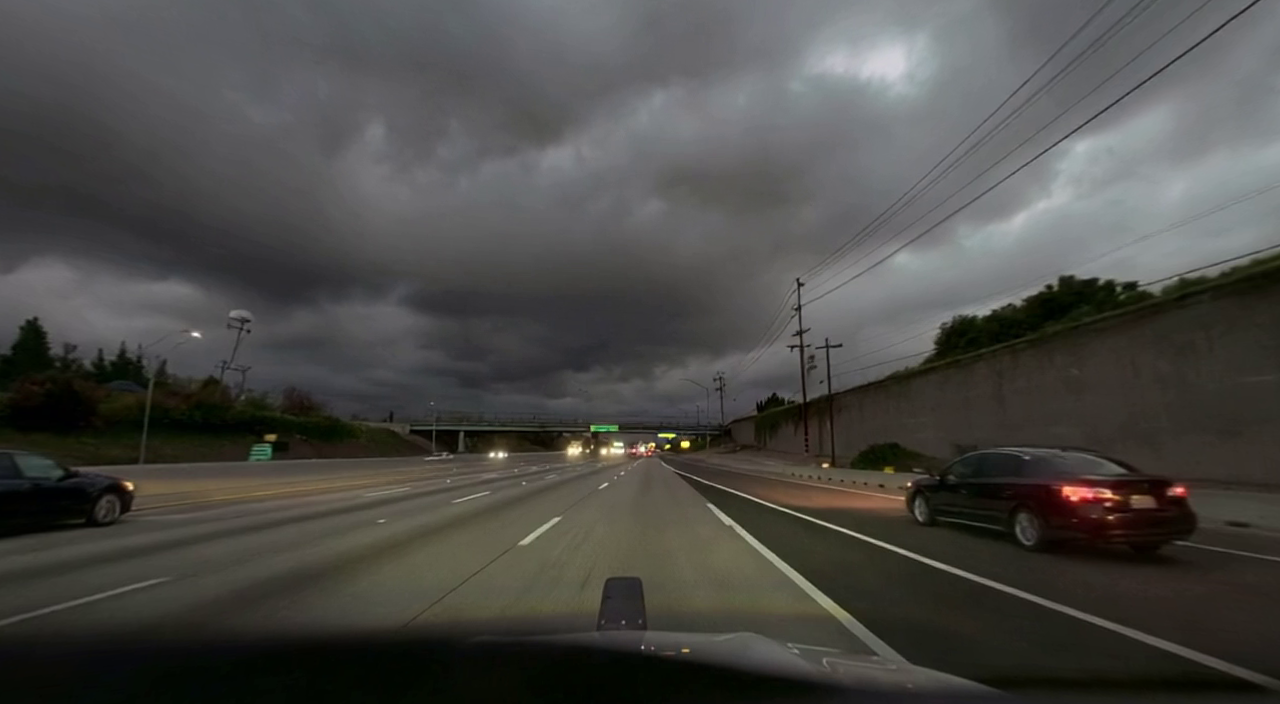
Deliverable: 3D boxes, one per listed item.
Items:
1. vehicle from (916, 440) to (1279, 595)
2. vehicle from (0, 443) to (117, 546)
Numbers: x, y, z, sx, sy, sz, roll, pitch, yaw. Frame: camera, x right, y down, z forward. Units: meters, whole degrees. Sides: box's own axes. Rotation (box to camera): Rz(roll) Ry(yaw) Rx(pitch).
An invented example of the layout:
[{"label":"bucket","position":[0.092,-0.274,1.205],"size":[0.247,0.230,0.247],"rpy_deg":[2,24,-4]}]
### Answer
[{"label":"vehicle","position":[6.000,2.012,8.774],"size":[2.009,1.508,4.874],"rpy_deg":[0,-8,-1]},{"label":"vehicle","position":[-10.261,2.000,8.728],"size":[2.056,1.476,4.562],"rpy_deg":[0,-8,1]}]
